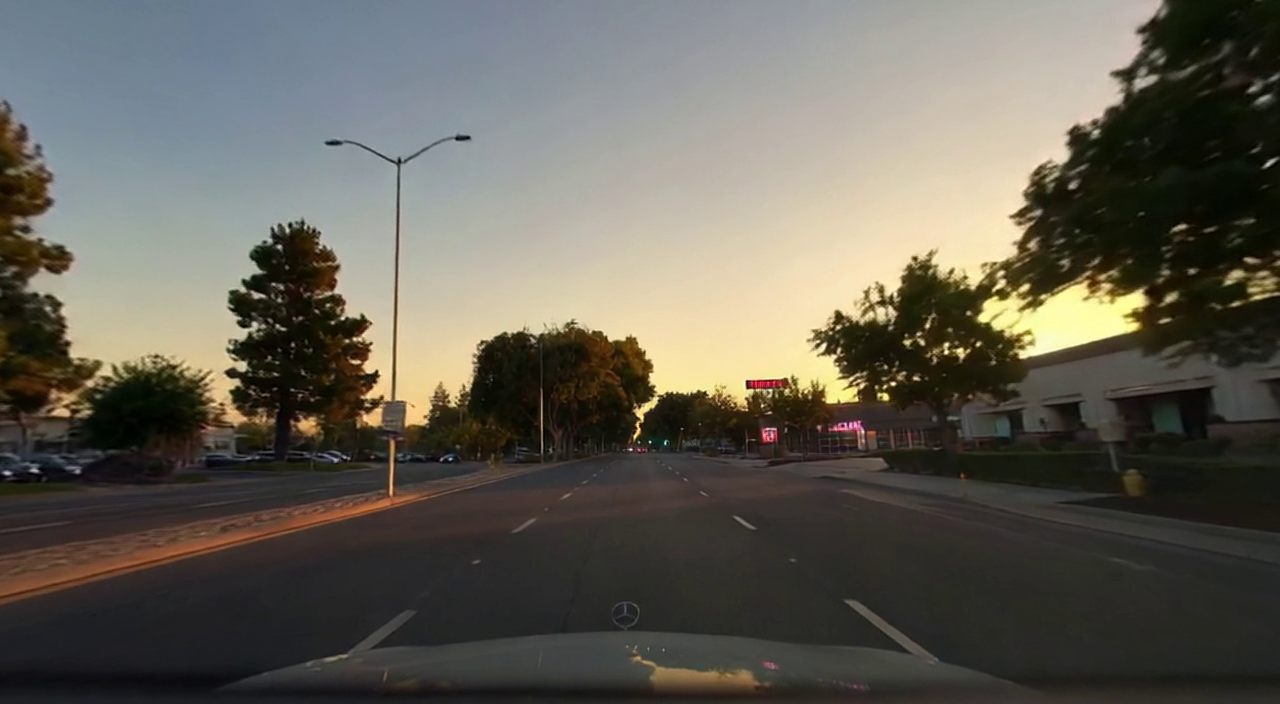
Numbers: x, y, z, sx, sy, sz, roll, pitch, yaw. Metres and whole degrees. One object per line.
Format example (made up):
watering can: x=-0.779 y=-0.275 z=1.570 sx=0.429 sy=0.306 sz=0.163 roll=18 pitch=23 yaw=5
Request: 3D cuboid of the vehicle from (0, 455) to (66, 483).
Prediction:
vehicle: x=-34.272 y=6.354 z=34.355 sx=4.246 sy=1.411 sz=1.954 roll=0 pitch=-8 yaw=2
